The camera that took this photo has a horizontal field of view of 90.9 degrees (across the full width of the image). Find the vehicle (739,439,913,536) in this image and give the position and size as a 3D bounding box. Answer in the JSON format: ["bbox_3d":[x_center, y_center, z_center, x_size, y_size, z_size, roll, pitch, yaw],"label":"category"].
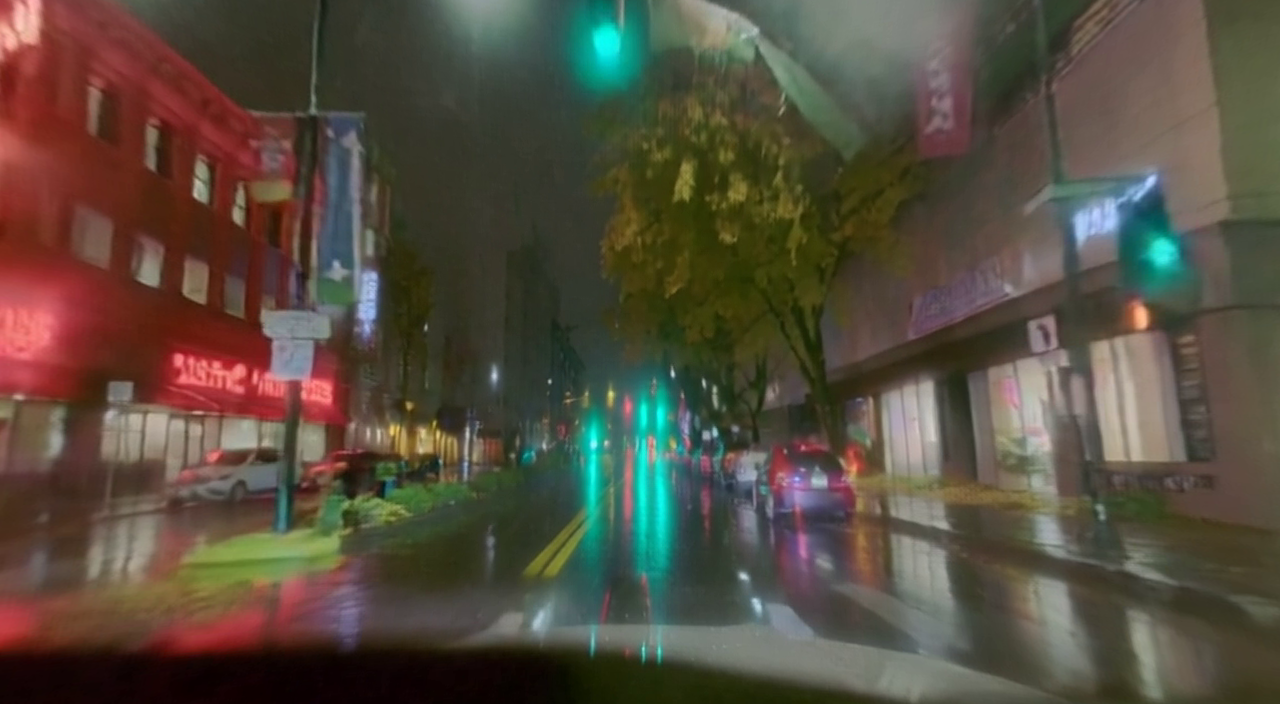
[{"bbox_3d":[3.400,2.554,12.561,2.120,1.560,4.402,0,-8,0],"label":"vehicle"}]

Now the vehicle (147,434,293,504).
[{"bbox_3d":[-12.417,3.347,18.553,4.447,1.790,2.206,-7,-11,39],"label":"vehicle"}]

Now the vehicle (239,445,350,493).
[{"bbox_3d":[-12.146,4.022,22.070,4.379,1.480,1.956,-8,-11,41],"label":"vehicle"}]
